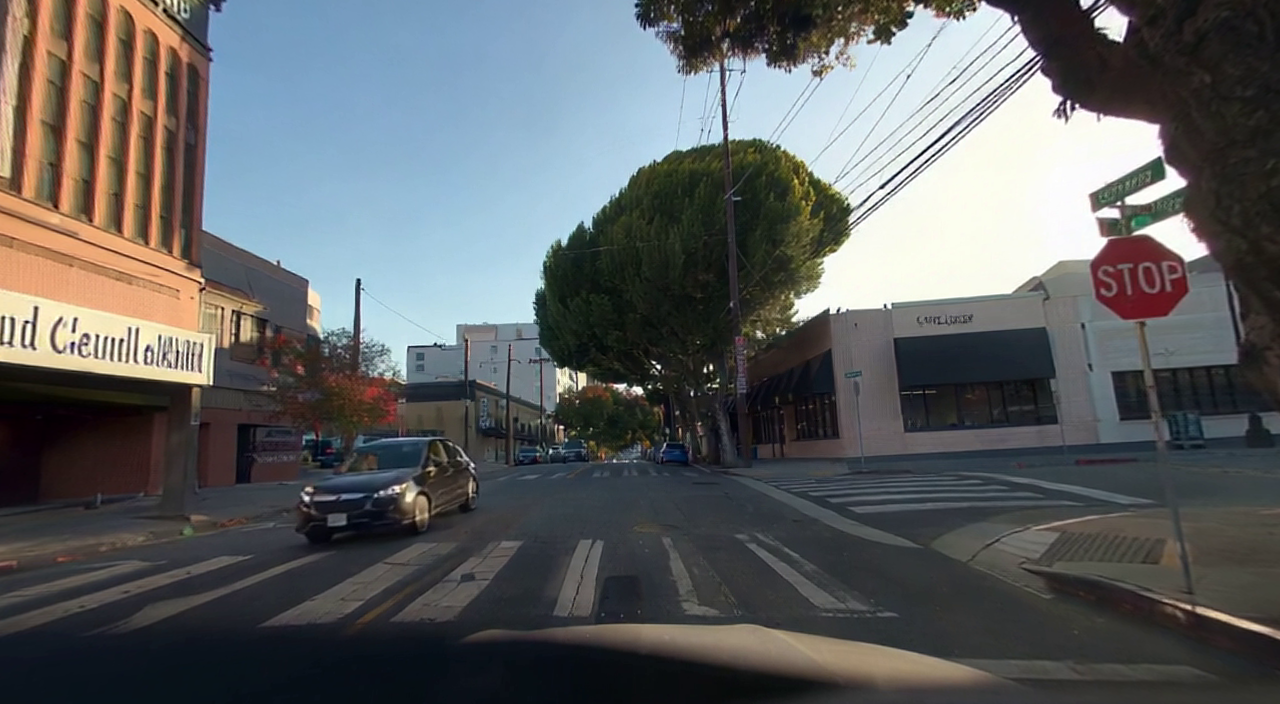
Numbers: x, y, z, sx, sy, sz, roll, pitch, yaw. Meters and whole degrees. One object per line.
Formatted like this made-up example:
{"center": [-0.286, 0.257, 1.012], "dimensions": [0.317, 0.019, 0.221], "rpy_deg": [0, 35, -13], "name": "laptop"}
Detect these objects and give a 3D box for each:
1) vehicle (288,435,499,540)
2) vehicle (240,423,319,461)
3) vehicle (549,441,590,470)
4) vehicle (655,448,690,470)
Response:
{"center": [-4.144, 2.335, 11.633], "dimensions": [2.140, 1.512, 4.536], "rpy_deg": [0, -8, -1], "name": "vehicle"}
{"center": [-28.130, 7.065, 49.660], "dimensions": [2.249, 2.760, 6.636], "rpy_deg": [0, -8, 0], "name": "vehicle"}
{"center": [-4.994, 7.433, 45.504], "dimensions": [2.495, 1.966, 4.846], "rpy_deg": [0, -8, -1], "name": "vehicle"}
{"center": [2.098, 6.982, 41.424], "dimensions": [1.877, 1.373, 3.854], "rpy_deg": [0, -8, -4], "name": "vehicle"}
